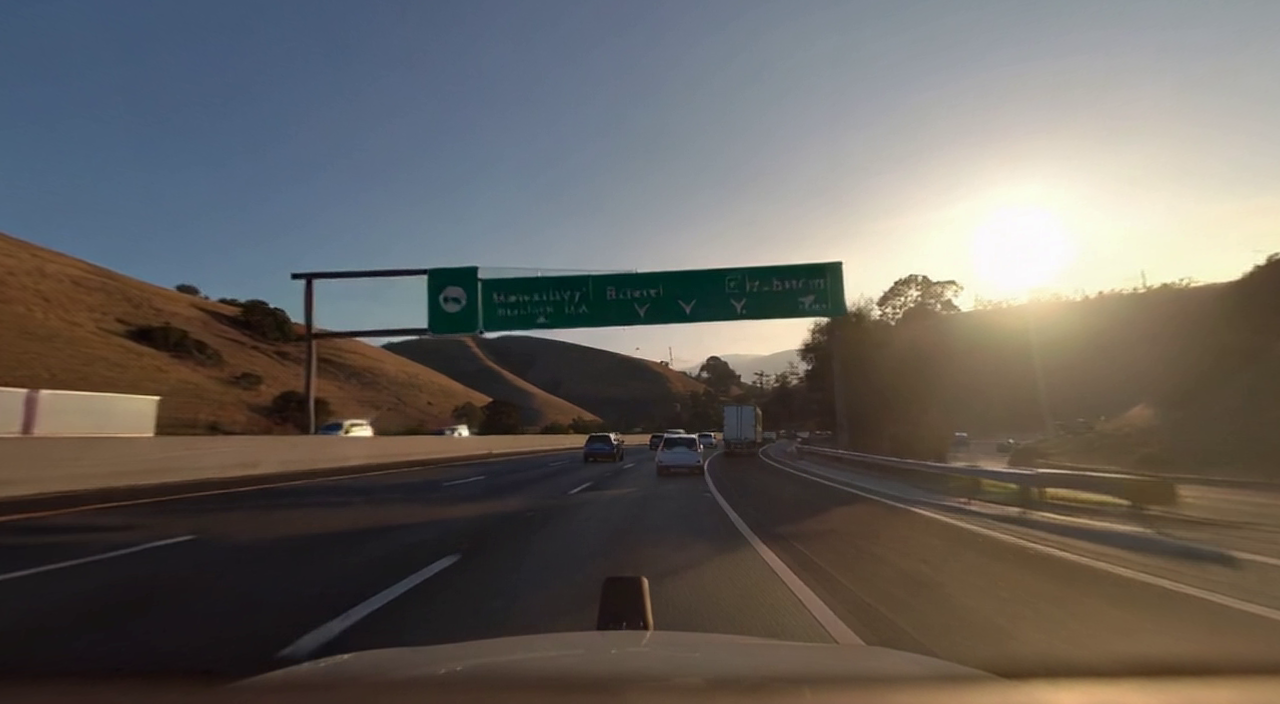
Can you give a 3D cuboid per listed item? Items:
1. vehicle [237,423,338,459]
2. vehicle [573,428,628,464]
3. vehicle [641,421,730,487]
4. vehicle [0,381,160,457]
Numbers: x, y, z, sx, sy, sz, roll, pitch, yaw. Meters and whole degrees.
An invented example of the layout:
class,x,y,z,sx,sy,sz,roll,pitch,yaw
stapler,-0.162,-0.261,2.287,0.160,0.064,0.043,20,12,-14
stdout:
class,x,y,z,sx,sy,sz,roll,pitch,yaw
vehicle,-15.995,4.082,28.904,1.864,1.507,4.271,-1,-8,5
vehicle,-1.950,4.830,32.395,2.077,1.712,4.406,-1,-8,6
vehicle,1.394,3.195,19.963,2.484,1.820,4.497,-1,-8,3
vehicle,-32.199,3.558,32.617,2.795,3.678,13.742,-1,-9,6
